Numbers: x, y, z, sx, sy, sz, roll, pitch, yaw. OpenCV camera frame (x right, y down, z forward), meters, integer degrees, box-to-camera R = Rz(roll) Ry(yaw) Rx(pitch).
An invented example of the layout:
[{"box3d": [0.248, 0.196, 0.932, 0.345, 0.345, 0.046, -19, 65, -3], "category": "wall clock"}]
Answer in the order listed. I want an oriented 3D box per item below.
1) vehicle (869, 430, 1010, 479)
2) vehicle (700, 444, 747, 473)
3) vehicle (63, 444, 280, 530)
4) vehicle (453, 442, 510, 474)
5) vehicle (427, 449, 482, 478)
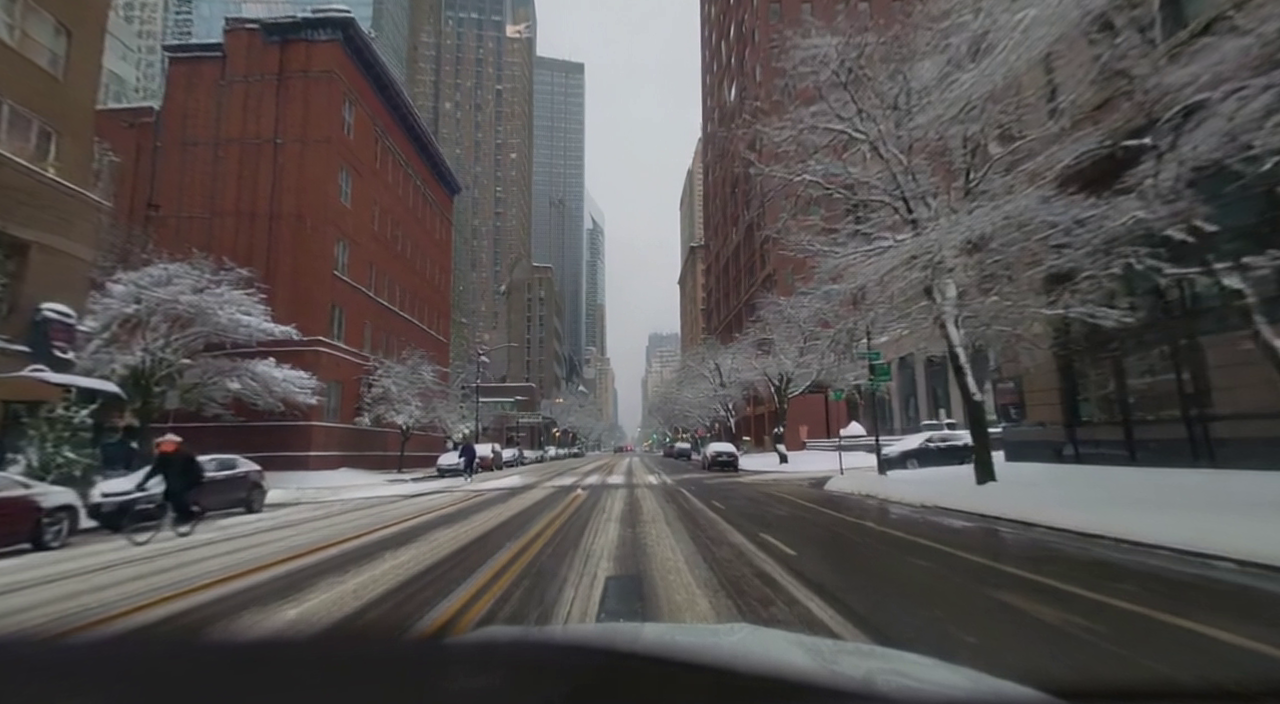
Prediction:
[{"box3d": [11.469, 3.946, 24.437, 4.380, 1.608, 1.942, -2, -9, -1], "category": "vehicle"}, {"box3d": [4.662, 6.024, 35.892, 1.929, 1.522, 4.543, 0, -9, -1], "category": "vehicle"}, {"box3d": [-10.957, 3.199, 15.296, 1.977, 1.697, 4.285, -2, -10, 0], "category": "vehicle"}, {"box3d": [-11.135, 7.530, 44.994, 2.574, 1.922, 6.292, -4, -9, -2], "category": "vehicle"}, {"box3d": [-11.316, 6.807, 38.859, 1.992, 1.629, 4.773, 0, -9, -1], "category": "vehicle"}]
